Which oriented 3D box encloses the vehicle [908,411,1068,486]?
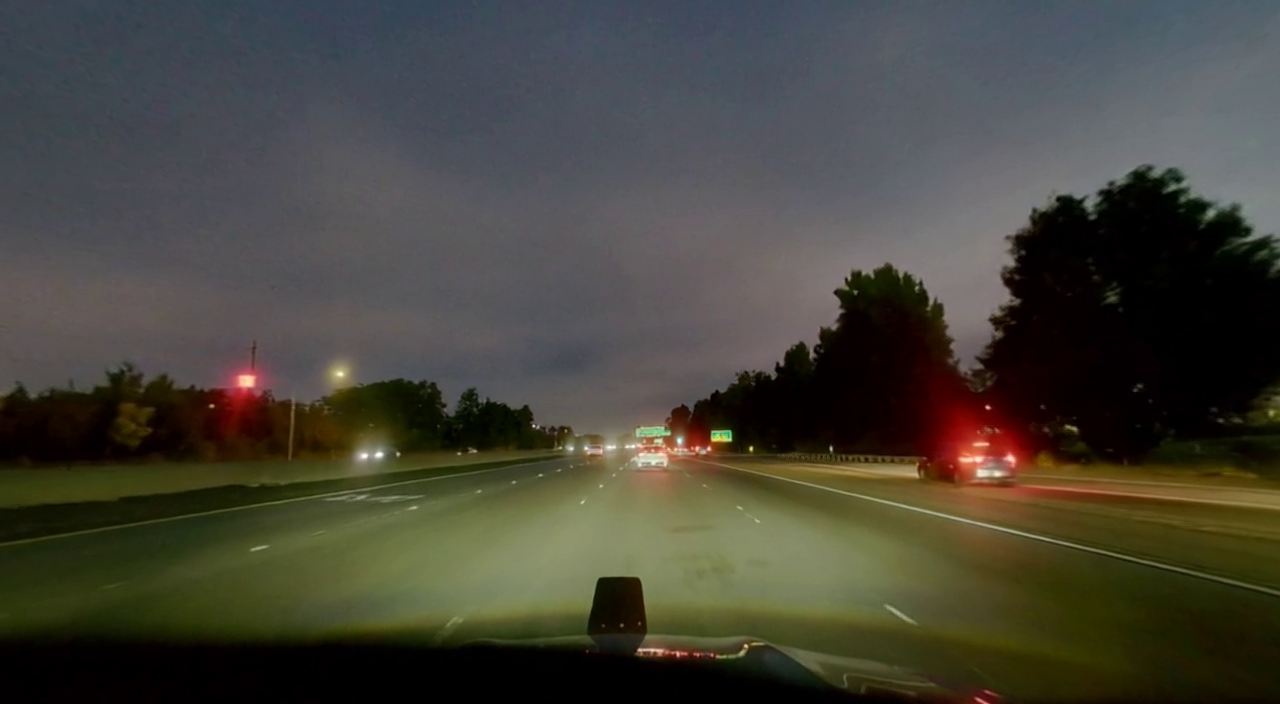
[{"bbox_3d":[12.607,3.563,23.537,2.336,2.415,6.056,0,-8,-2],"label":"vehicle"}]

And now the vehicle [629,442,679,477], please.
[{"bbox_3d":[0.601,4.907,29.152,2.112,1.482,4.082,0,-8,0],"label":"vehicle"}]
